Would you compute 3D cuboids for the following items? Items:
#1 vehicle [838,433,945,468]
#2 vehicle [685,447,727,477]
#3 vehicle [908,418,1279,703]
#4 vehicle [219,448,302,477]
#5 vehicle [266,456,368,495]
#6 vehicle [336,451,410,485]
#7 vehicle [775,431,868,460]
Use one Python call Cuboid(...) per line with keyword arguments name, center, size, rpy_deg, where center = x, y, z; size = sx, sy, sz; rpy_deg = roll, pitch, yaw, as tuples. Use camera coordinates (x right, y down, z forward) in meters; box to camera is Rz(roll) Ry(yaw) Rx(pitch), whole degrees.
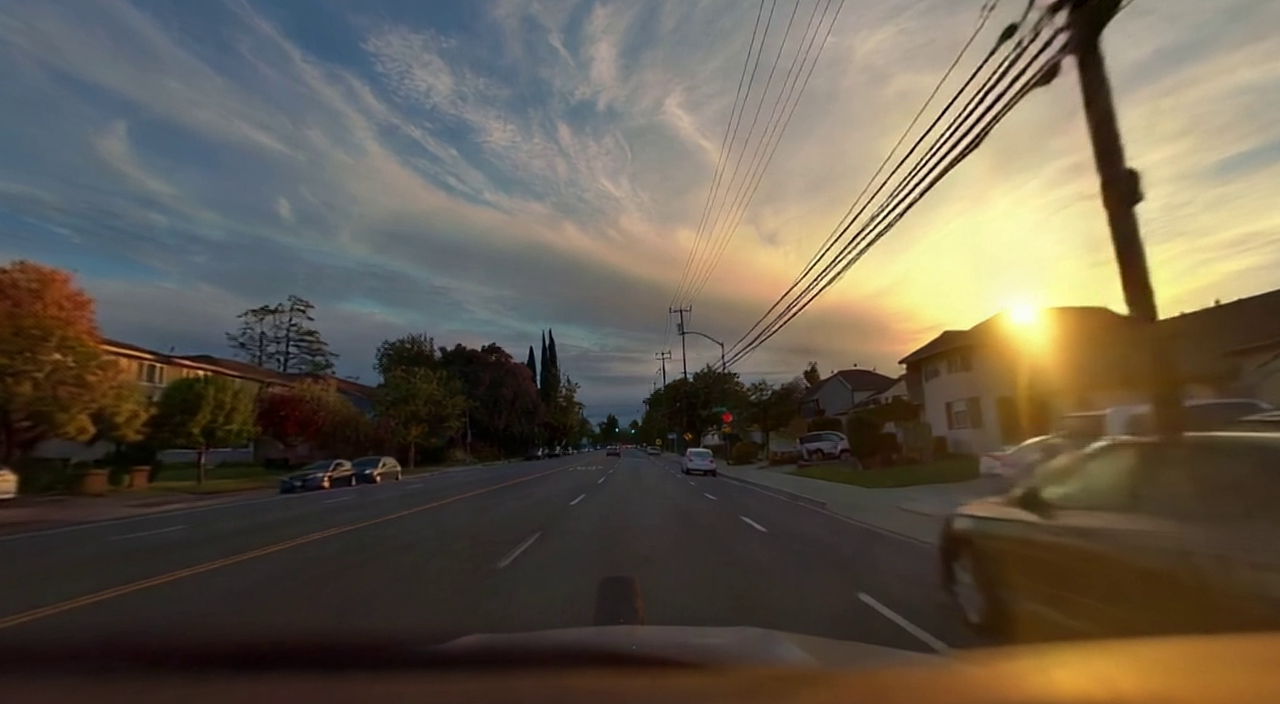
Cuboid(name="vehicle", center=(12.402, 4.919, 31.336), size=(4.429, 1.474, 1.887), rpy_deg=(-3, -10, 2))
Cuboid(name="vehicle", center=(3.514, 5.932, 34.392), size=(1.855, 1.518, 4.707), rpy_deg=(0, -9, 0))
Cuboid(name="vehicle", center=(3.374, 1.112, 3.079), size=(2.012, 1.481, 4.795), rpy_deg=(0, -9, 0))
Cuboid(name="vehicle", center=(-22.575, 6.596, 37.686), size=(3.803, 1.528, 1.812), rpy_deg=(-2, -10, -2))
Cuboid(name="vehicle", center=(-14.065, 5.372, 27.868), size=(2.011, 1.480, 4.644), rpy_deg=(0, -9, 0))
Cuboid(name="vehicle", center=(-13.922, 6.062, 33.253), size=(1.916, 1.632, 4.440), rpy_deg=(0, -9, 1))
Cuboid(name="vehicle", center=(12.663, 6.583, 44.346), size=(5.713, 1.857, 2.285), rpy_deg=(0, -9, -4))
